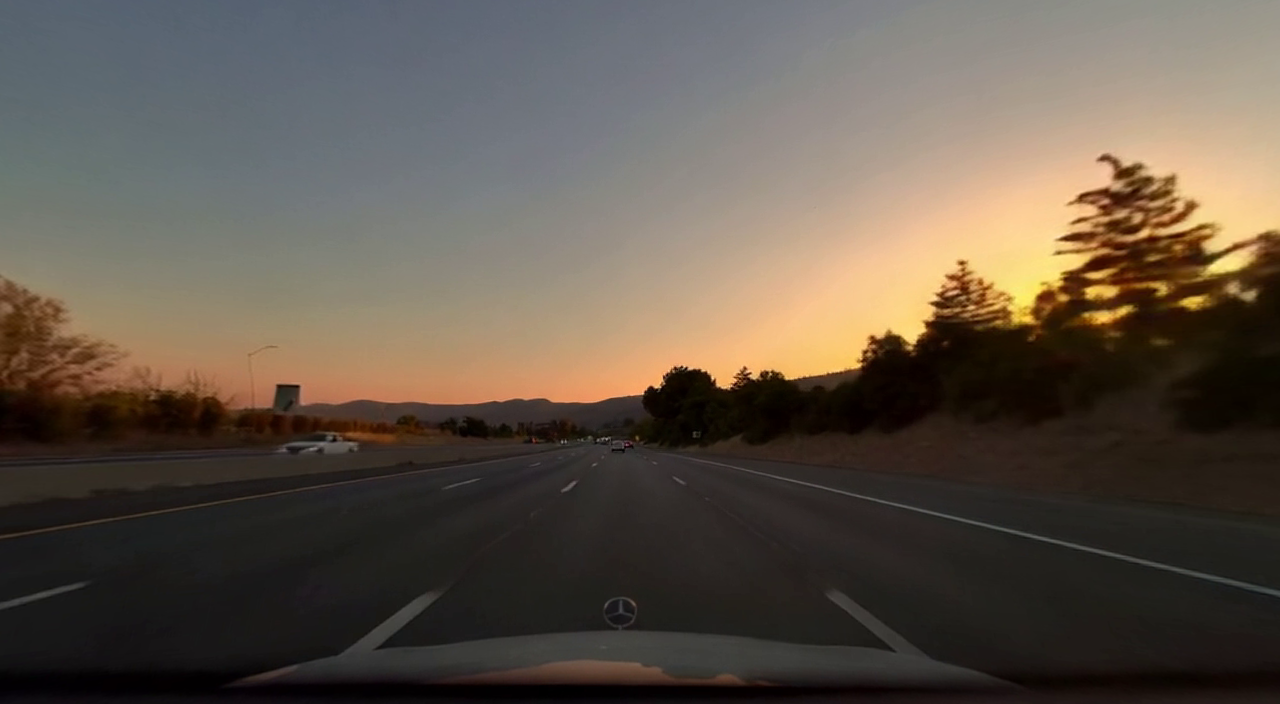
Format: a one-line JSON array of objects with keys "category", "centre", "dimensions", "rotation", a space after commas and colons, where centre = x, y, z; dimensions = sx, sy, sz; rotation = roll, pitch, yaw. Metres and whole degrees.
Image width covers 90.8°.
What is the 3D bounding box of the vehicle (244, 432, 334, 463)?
[{"category": "vehicle", "centre": [-18.833, 5.152, 34.252], "dimensions": [1.945, 1.542, 5.162], "rotation": [0, -8, 0]}]
